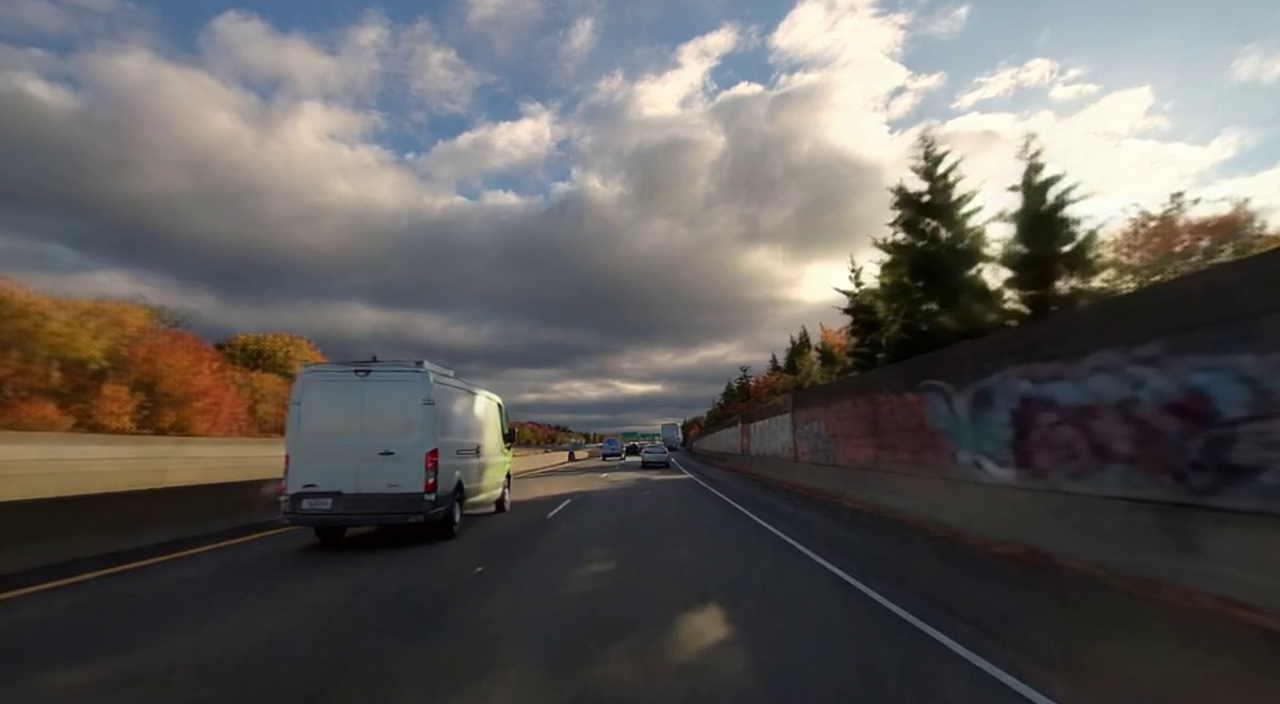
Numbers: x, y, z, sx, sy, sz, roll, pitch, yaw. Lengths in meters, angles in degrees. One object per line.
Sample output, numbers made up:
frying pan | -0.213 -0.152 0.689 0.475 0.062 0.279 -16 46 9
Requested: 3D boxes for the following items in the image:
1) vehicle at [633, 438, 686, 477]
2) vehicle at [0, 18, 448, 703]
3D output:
vehicle | 0.783 4.356 26.323 2.071 1.487 3.948 0 -8 1
vehicle | -3.421 0.444 4.731 2.334 2.769 5.087 0 -8 -1
